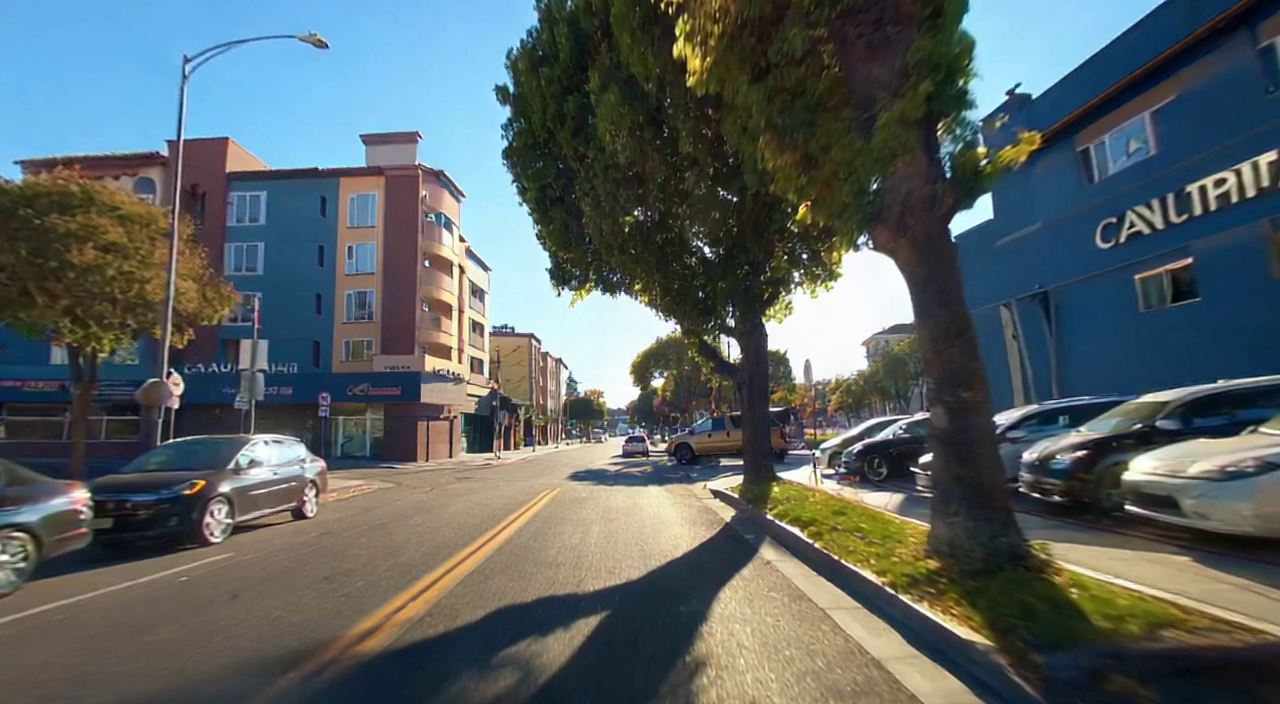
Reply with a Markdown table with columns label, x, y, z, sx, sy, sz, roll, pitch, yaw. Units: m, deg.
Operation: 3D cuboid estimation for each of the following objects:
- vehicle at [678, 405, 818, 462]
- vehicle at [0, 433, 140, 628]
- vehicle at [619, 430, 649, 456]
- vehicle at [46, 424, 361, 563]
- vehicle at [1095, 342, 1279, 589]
| label | x | y | z | sx | sy | sz | roll | pitch | yaw |
| --- | --- | --- | --- | --- | --- | --- | --- | --- | --- |
| vehicle | 5.124 | 3.956 | 30.356 | 6.221 | 2.498 | 2.239 | -5 | -9 | 33 |
| vehicle | -5.858 | 1.257 | 3.951 | 1.860 | 1.496 | 4.440 | 0 | -8 | -1 |
| vehicle | -0.481 | 6.948 | 48.046 | 2.152 | 1.874 | 4.209 | 0 | -8 | -1 |
| vehicle | -5.988 | 1.921 | 9.393 | 1.856 | 1.587 | 4.042 | 0 | -8 | -2 |
| vehicle | 6.280 | 0.785 | 4.492 | 4.475 | 1.550 | 2.061 | 0 | -8 | -2 |
